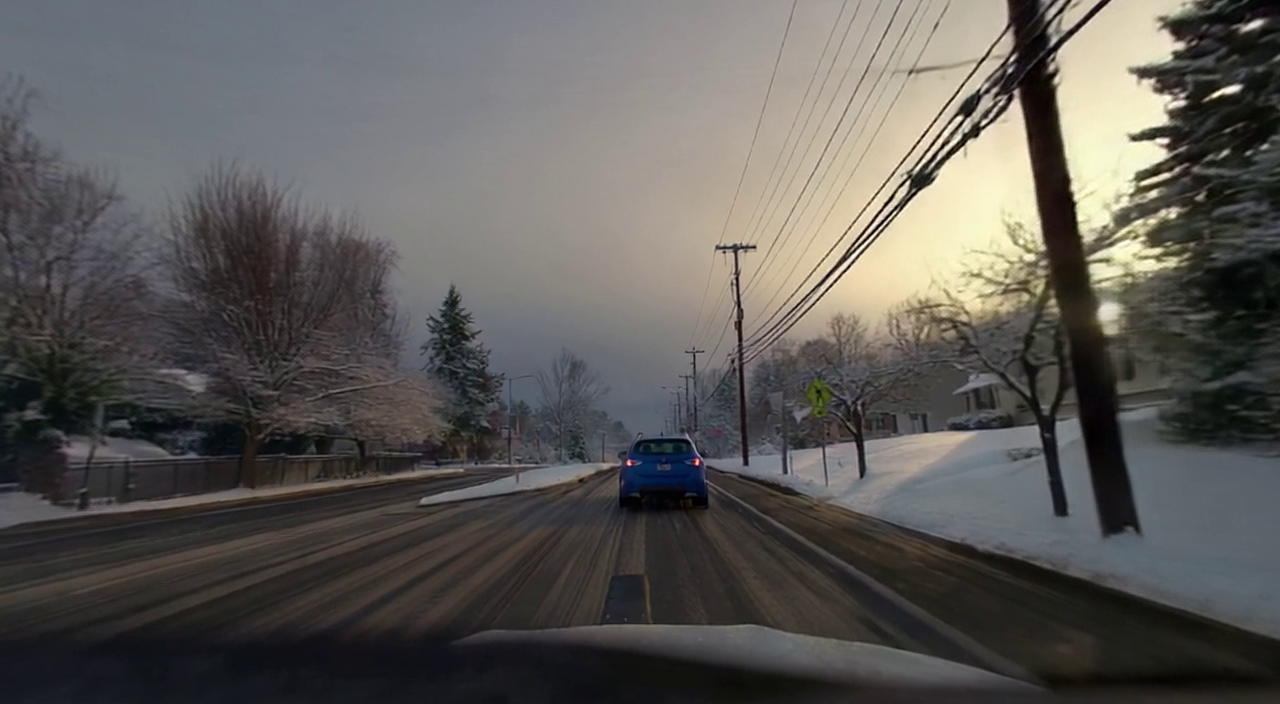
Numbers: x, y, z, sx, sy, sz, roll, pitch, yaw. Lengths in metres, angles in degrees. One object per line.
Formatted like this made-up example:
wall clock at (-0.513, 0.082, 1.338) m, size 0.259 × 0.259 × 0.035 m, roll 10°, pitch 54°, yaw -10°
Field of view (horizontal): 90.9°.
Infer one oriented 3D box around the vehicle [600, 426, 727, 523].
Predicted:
vehicle at (0.405, 2.436, 13.045) m, size 2.200 × 1.653 × 4.127 m, roll 0°, pitch -8°, yaw 0°
